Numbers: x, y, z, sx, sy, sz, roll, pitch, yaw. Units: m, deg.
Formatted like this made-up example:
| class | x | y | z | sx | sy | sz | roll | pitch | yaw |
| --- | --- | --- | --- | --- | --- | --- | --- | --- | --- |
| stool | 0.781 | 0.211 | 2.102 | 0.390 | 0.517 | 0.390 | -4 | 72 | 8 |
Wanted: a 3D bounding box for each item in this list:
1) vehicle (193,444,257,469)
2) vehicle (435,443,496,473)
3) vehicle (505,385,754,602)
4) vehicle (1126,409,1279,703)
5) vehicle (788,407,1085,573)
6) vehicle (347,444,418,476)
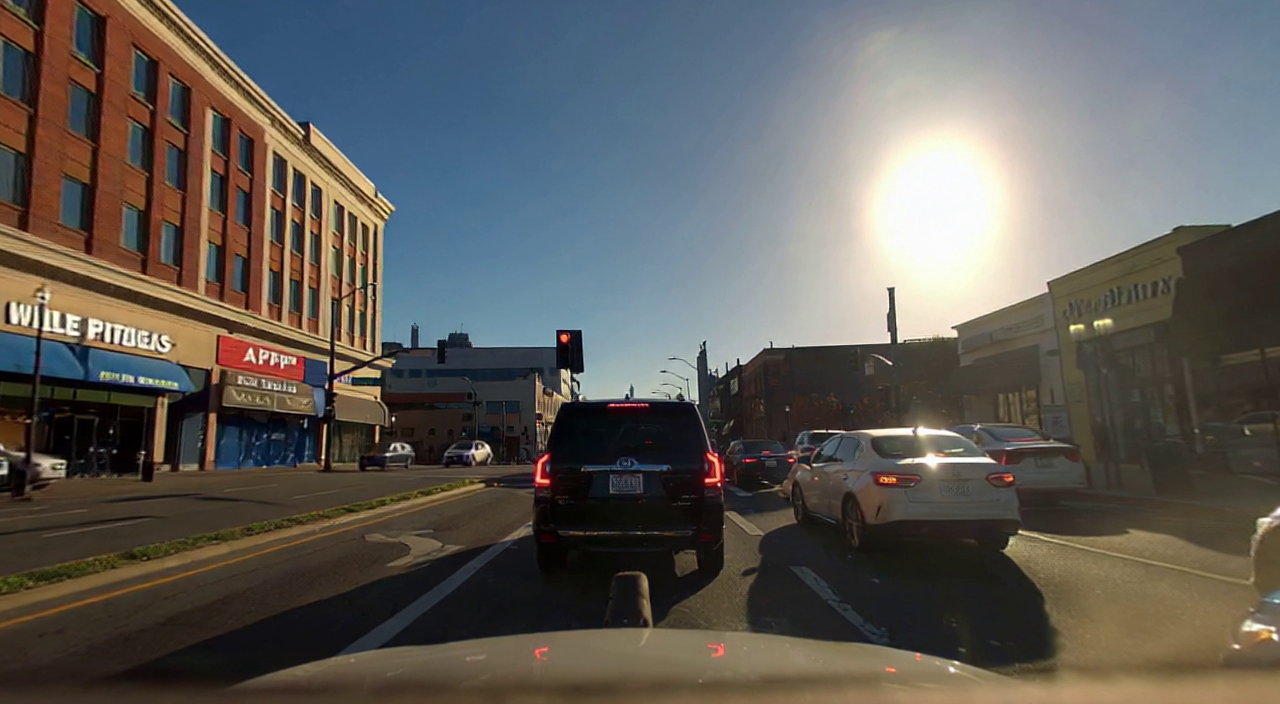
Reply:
| class | x | y | z | sx | sy | sz | roll | pitch | yaw |
| --- | --- | --- | --- | --- | --- | --- | --- | --- | --- |
| vehicle | -27.462 | 6.871 | 41.848 | 1.693 | 1.563 | 3.716 | 0 | -8 | 0 |
| vehicle | -11.276 | 6.868 | 41.165 | 2.224 | 1.840 | 5.290 | -1 | -8 | 3 |
| vehicle | -0.004 | 1.537 | 7.683 | 2.154 | 1.861 | 4.280 | 0 | -8 | 3 |
| vehicle | 3.358 | 0.732 | 0.812 | 1.884 | 1.484 | 4.609 | 0 | -8 | 2 |
| vehicle | 3.611 | 1.760 | 8.804 | 2.036 | 1.719 | 4.318 | 0 | -8 | 0 |
| vehicle | -14.732 | 6.190 | 36.411 | 2.102 | 1.737 | 4.570 | 0 | -8 | 1 |
